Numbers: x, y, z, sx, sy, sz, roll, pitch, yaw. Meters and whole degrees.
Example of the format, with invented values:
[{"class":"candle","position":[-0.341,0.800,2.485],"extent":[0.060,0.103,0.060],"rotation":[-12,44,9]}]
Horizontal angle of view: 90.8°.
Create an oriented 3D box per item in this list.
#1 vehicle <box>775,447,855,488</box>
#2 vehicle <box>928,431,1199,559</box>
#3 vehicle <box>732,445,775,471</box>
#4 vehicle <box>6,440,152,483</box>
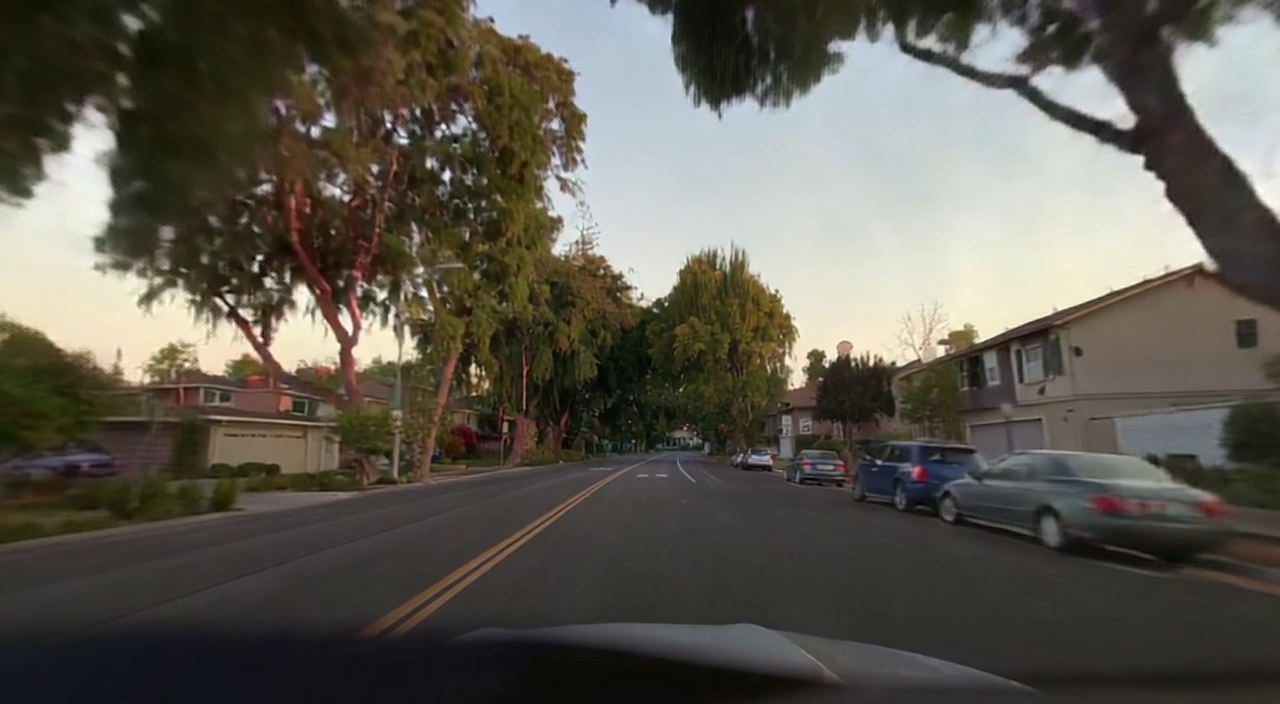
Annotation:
[{"class":"vehicle","position":[6.835,4.525,25.121],"extent":[1.913,1.479,4.209],"rotation":[0,-9,-1]},{"class":"vehicle","position":[6.418,2.167,10.192],"extent":[1.798,1.669,3.626],"rotation":[0,-9,0]},{"class":"vehicle","position":[7.199,6.743,40.426],"extent":[1.893,1.543,4.434],"rotation":[0,-9,0]},{"class":"vehicle","position":[-21.347,4.151,24.299],"extent":[1.746,1.464,4.040],"rotation":[1,-8,3]}]
